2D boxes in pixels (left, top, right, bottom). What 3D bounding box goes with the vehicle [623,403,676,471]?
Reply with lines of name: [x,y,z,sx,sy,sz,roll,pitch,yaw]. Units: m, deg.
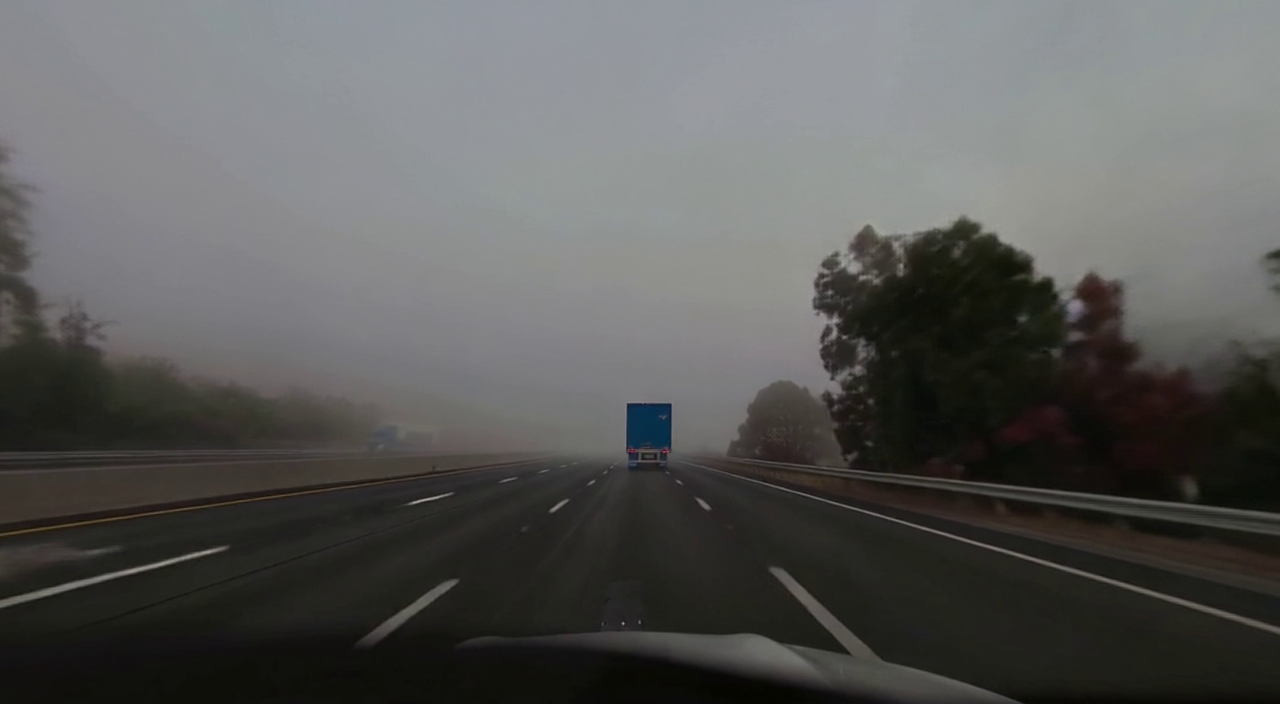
vehicle: [0.402,5.887,42.784,3.055,4.009,10.972,0,-9,-2]
